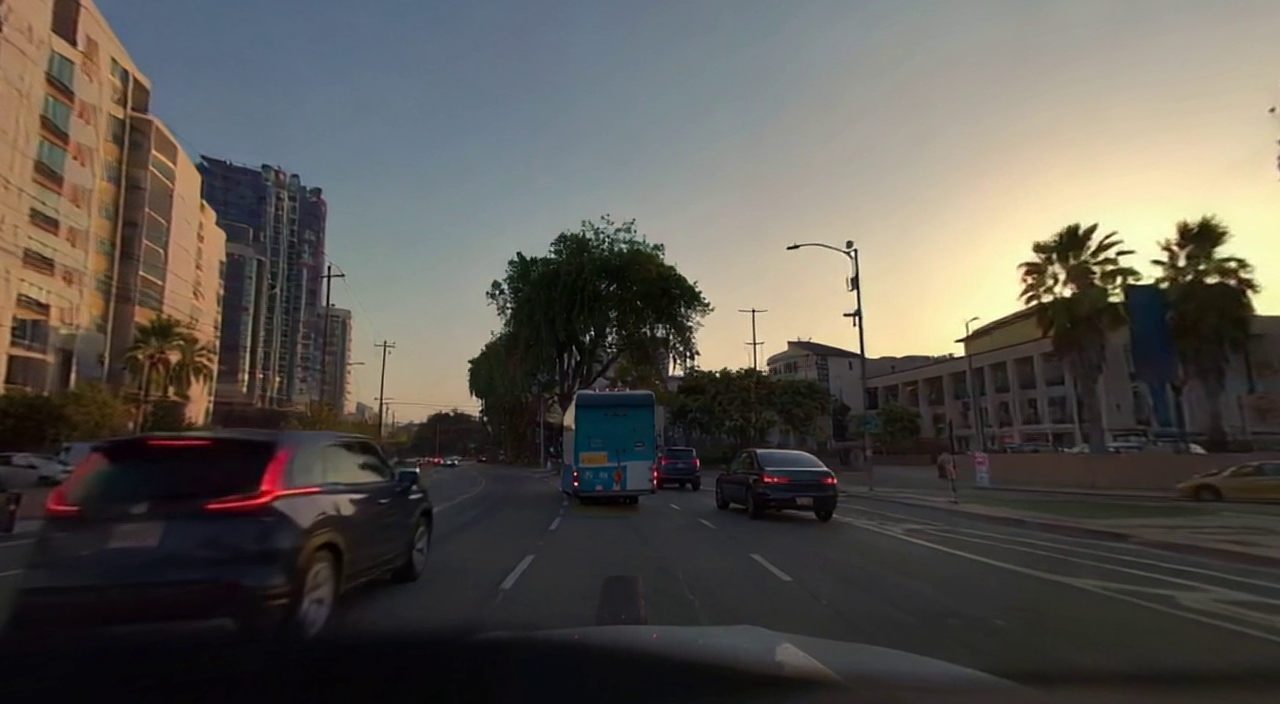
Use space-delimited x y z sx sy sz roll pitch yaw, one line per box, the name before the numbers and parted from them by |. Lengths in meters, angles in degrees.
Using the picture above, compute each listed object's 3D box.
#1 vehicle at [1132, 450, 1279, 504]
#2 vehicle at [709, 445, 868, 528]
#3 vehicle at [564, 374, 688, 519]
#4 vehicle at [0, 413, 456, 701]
vehicle | 19.596 4.078 20.869 1.942 1.583 4.579 3 -9 -23
vehicle | 3.042 2.844 14.064 1.978 1.507 4.636 1 -9 -6
vehicle | -0.603 2.383 15.946 2.517 2.926 6.177 1 -9 -6
vehicle | -3.292 1.452 5.707 2.033 1.555 4.408 0 -9 -2
